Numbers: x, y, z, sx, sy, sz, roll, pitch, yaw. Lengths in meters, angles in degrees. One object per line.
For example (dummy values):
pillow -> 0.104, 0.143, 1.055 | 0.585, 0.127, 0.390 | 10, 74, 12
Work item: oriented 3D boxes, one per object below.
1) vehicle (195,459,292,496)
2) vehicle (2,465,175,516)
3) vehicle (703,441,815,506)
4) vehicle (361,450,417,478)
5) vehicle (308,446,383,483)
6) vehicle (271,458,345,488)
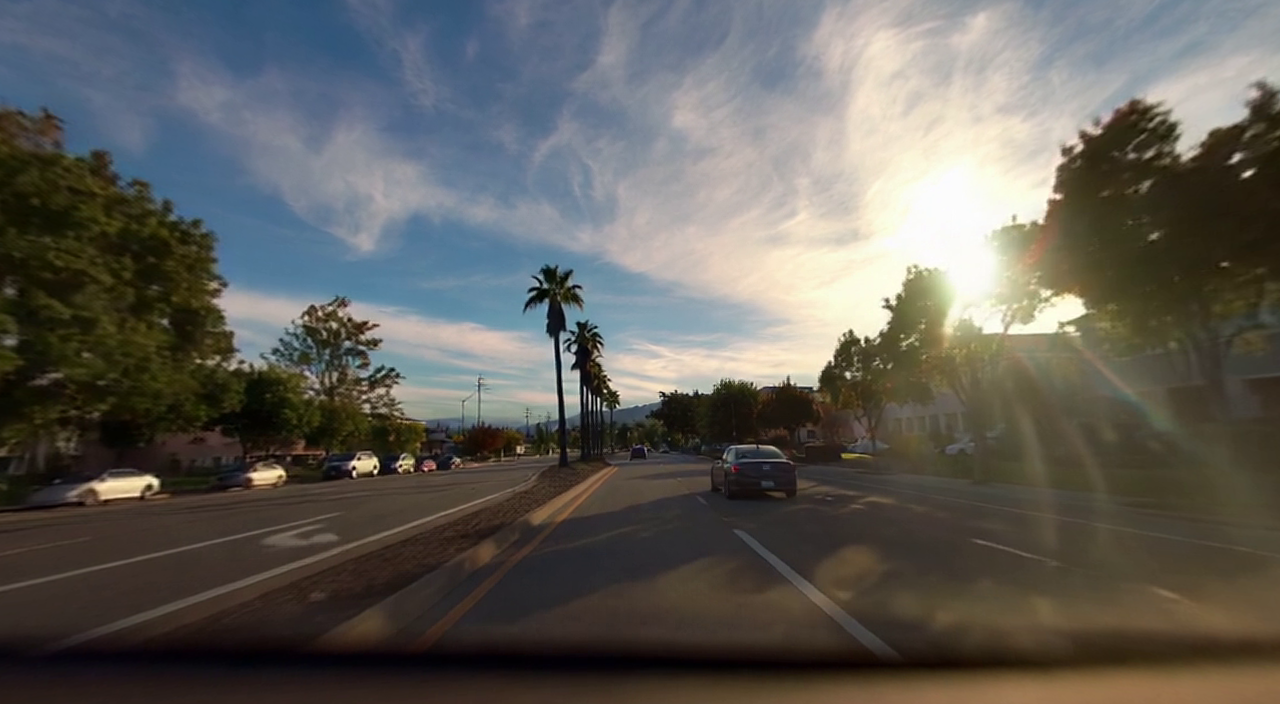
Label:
vehicle -> -18.935, 5.986, 30.461 | 1.811, 1.539, 4.560 | 0, -9, -1
vehicle -> -19.078, 4.782, 22.217 | 1.848, 1.432, 4.662 | 0, -9, 1
vehicle -> 3.038, 3.216, 17.226 | 1.989, 1.492, 4.689 | 0, -9, -2
vehicle -> -19.132, 8.544, 48.464 | 2.056, 1.946, 5.498 | 0, -9, 0
vehicle -> -19.196, 7.337, 41.487 | 2.344, 2.232, 5.170 | 0, -9, 0
vehicle -> -18.767, 6.849, 35.956 | 1.828, 1.472, 4.464 | 0, -9, 0
